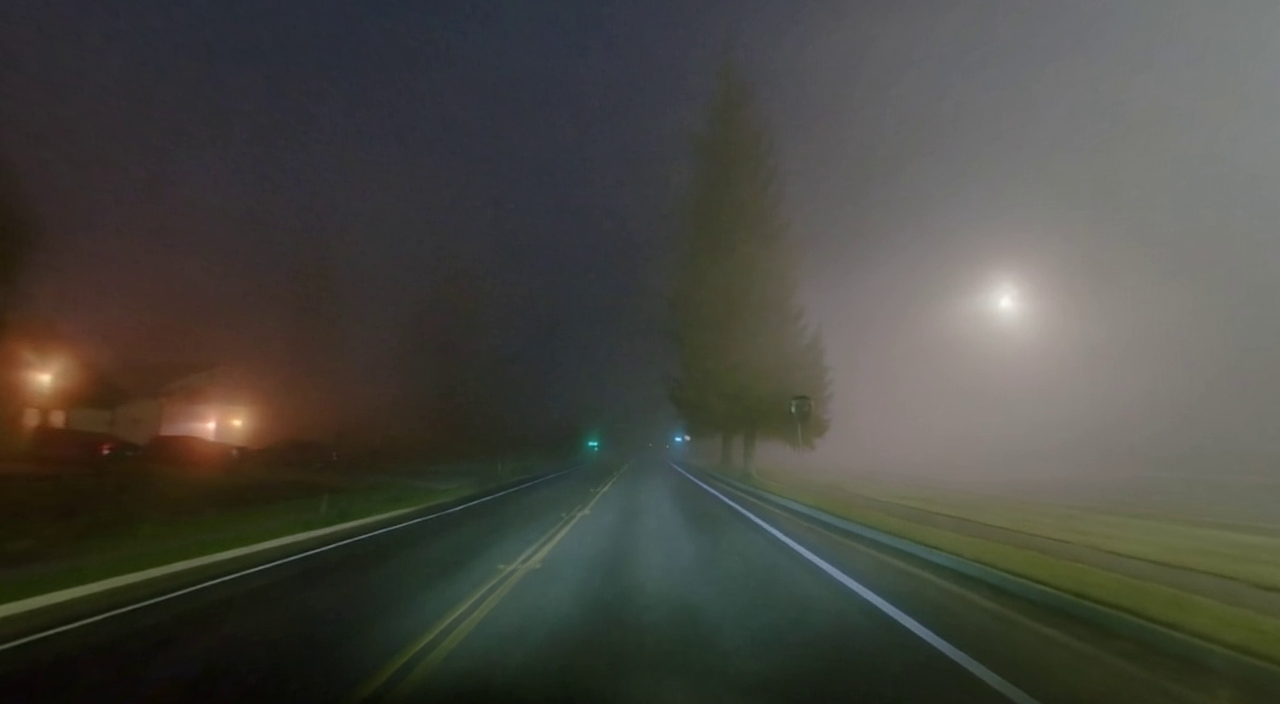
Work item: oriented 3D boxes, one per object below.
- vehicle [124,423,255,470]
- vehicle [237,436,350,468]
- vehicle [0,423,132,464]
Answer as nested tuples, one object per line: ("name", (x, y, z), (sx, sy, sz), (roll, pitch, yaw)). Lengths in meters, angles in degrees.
("vehicle", (-20.193, 4.212, 28.334), (4.511, 1.876, 2.044), (0, -8, 10))
("vehicle", (-18.850, 5.442, 34.534), (5.008, 1.619, 2.102), (1, -8, -15))
("vehicle", (-26.148, 4.176, 28.763), (4.237, 1.701, 1.881), (-2, -9, 1))
